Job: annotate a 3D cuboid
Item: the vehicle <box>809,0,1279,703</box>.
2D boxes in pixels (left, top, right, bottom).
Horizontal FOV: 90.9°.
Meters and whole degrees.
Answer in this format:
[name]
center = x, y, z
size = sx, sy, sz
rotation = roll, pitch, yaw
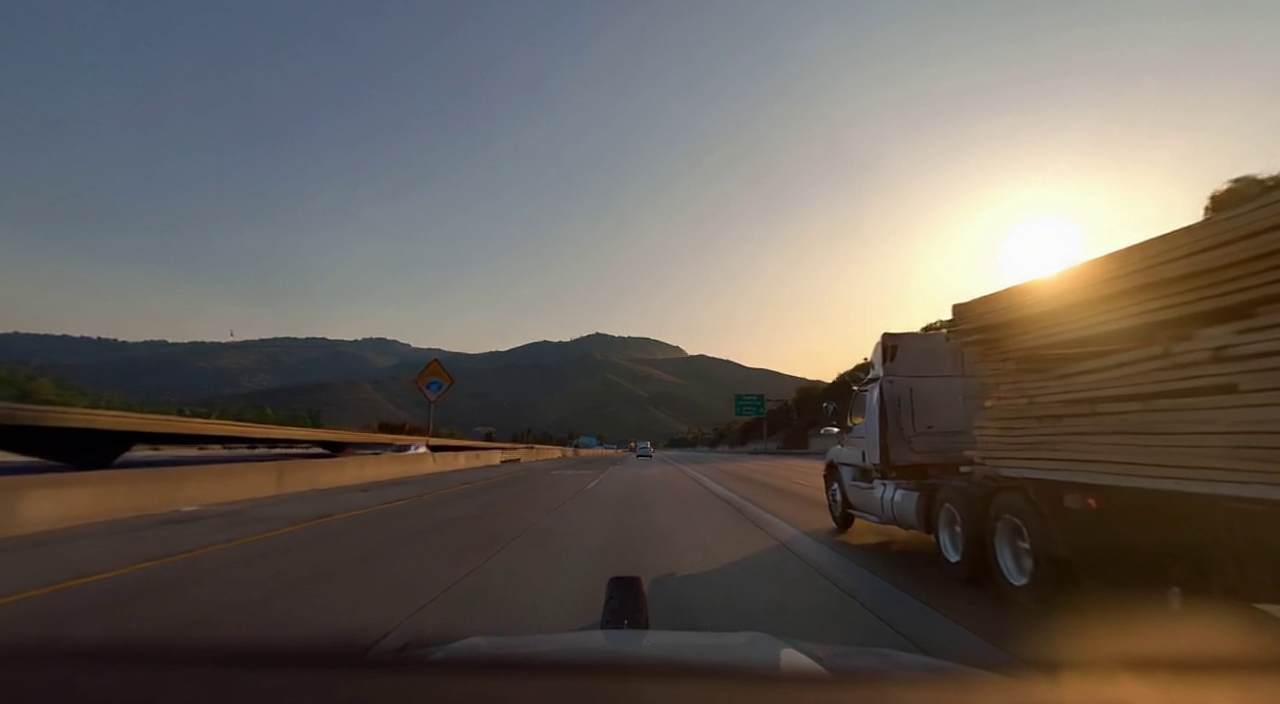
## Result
[vehicle]
center = 3.935, 0.326, 2.995
size = 3.326, 3.089, 10.642
rotation = -1, -8, 0
